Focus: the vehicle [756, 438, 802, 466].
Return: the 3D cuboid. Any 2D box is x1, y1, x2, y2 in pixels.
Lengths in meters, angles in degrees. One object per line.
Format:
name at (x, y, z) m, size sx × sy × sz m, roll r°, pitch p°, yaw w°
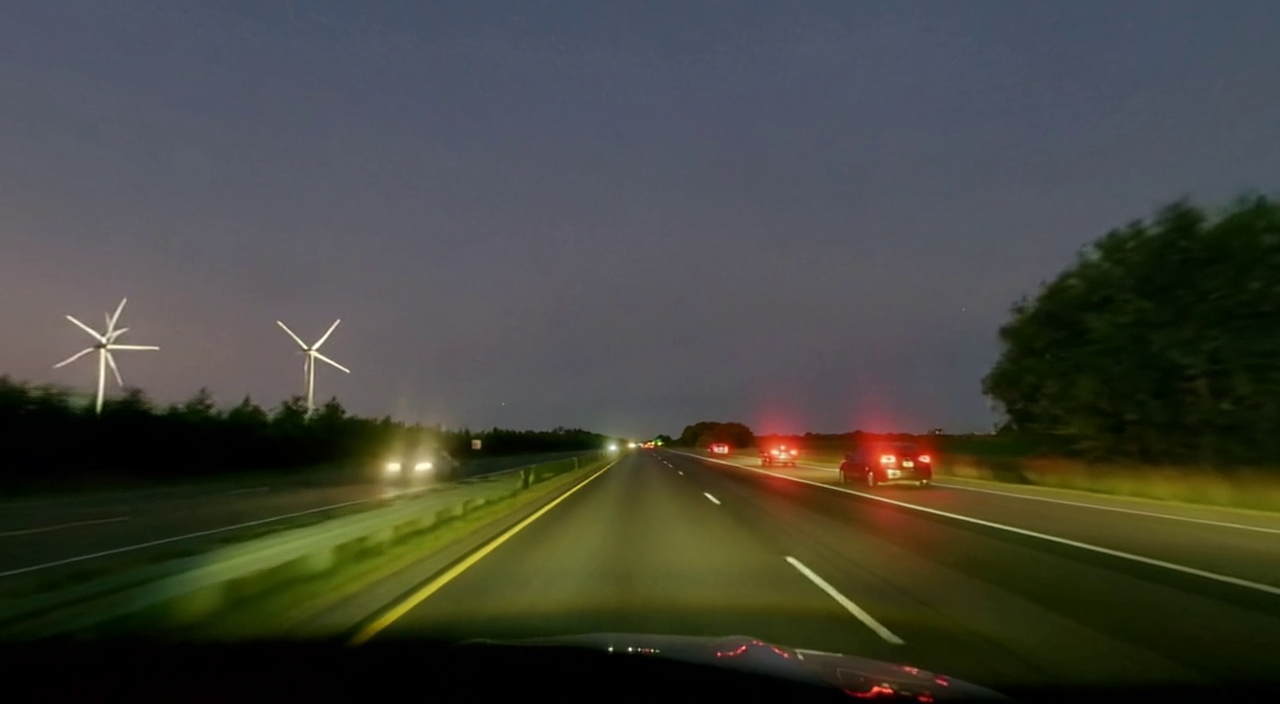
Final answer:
vehicle at (9.013, 6.531, 41.106) m, size 1.897 × 1.669 × 4.825 m, roll 0°, pitch -9°, yaw 0°
